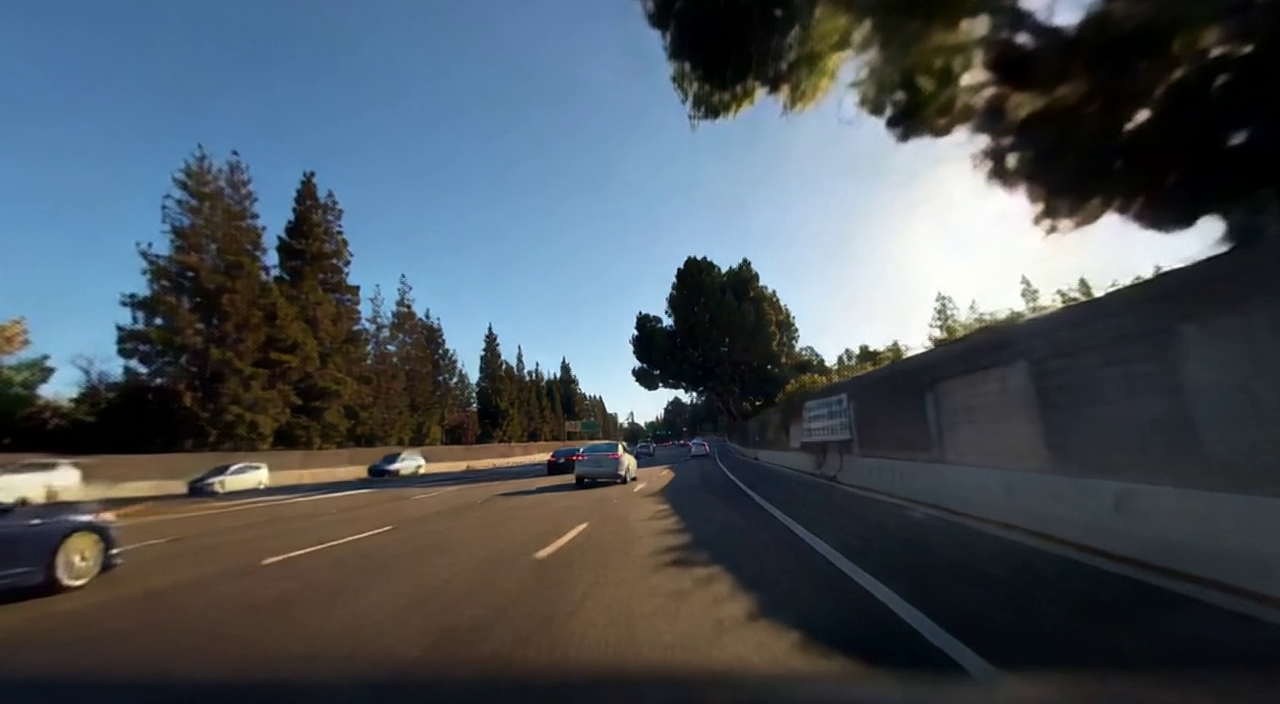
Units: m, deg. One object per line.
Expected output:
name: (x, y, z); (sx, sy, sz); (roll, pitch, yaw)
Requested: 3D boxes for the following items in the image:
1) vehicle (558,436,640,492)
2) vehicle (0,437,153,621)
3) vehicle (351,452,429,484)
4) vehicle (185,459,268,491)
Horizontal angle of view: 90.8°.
vehicle: (-1.263, 3.742, 21.453); (2.082, 1.638, 4.644); (-2, -9, 5)
vehicle: (-6.177, 1.302, 4.184); (1.981, 1.460, 4.792); (-1, -9, 2)
vehicle: (-12.579, 5.848, 32.082); (1.832, 1.437, 4.523); (-1, -9, 4)
vehicle: (-22.573, 6.683, 34.668); (1.774, 1.542, 3.835); (-1, -9, 4)
